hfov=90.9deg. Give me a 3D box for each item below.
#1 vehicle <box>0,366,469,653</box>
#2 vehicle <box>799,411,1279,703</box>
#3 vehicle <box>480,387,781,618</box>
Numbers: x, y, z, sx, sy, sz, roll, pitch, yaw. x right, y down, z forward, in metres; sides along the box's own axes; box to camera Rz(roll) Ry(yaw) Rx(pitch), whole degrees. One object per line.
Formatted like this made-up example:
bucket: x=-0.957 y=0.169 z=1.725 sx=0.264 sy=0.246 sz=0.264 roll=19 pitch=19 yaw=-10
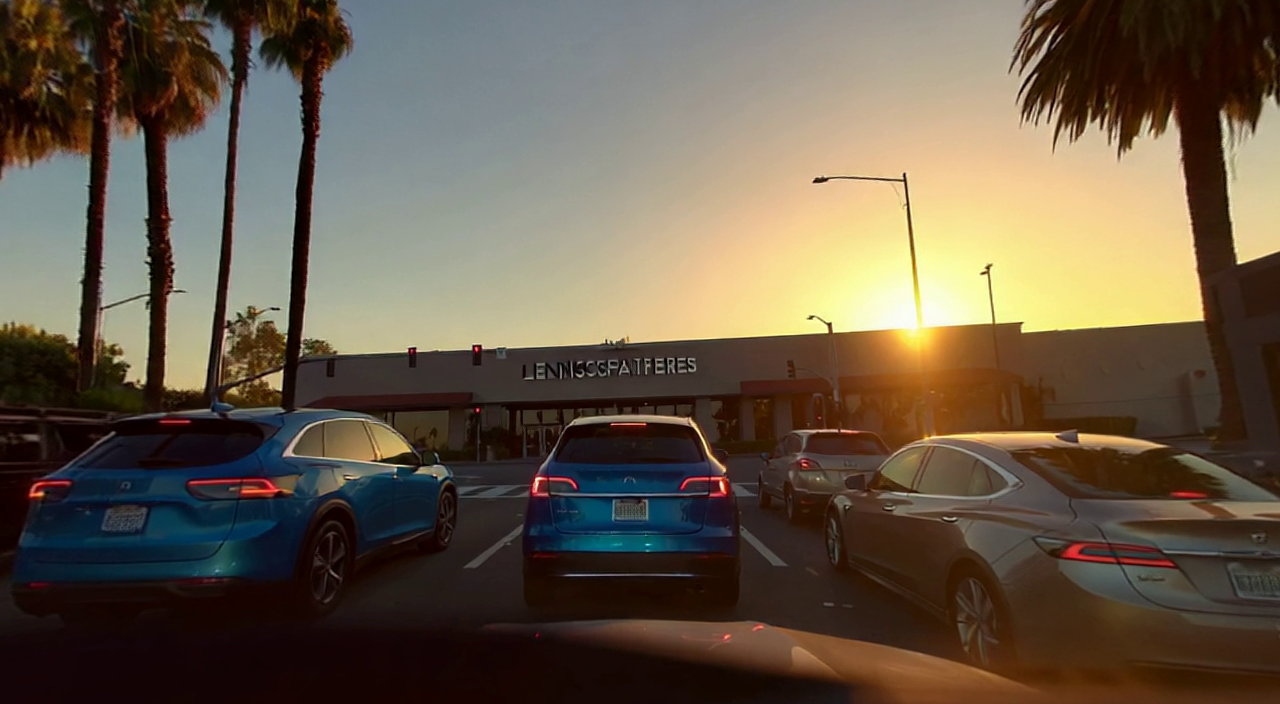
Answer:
vehicle: x=-3.340 y=1.283 z=6.128 sx=2.014 sy=1.755 sz=4.360 roll=0 pitch=-8 yaw=1
vehicle: x=2.973 y=1.365 z=5.251 sx=2.017 sy=1.491 sz=4.611 roll=0 pitch=-8 yaw=-1
vehicle: x=-0.125 y=1.464 z=7.064 sx=2.280 sy=1.747 sz=4.361 roll=0 pitch=-8 yaw=-2
